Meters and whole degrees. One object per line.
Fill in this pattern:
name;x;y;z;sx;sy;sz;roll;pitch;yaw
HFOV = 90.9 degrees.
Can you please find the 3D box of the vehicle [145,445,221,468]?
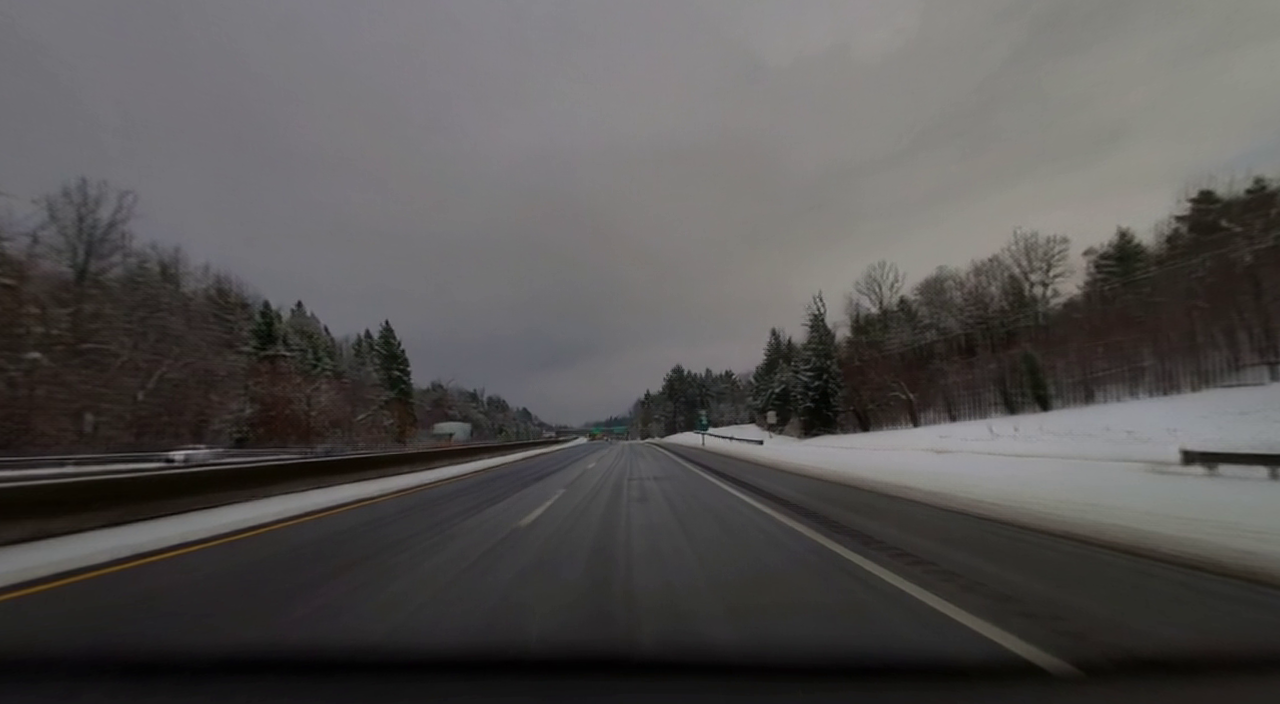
vehicle;-32.989;7.566;45.662;1.861;1.498;4.712;0;-8;1
